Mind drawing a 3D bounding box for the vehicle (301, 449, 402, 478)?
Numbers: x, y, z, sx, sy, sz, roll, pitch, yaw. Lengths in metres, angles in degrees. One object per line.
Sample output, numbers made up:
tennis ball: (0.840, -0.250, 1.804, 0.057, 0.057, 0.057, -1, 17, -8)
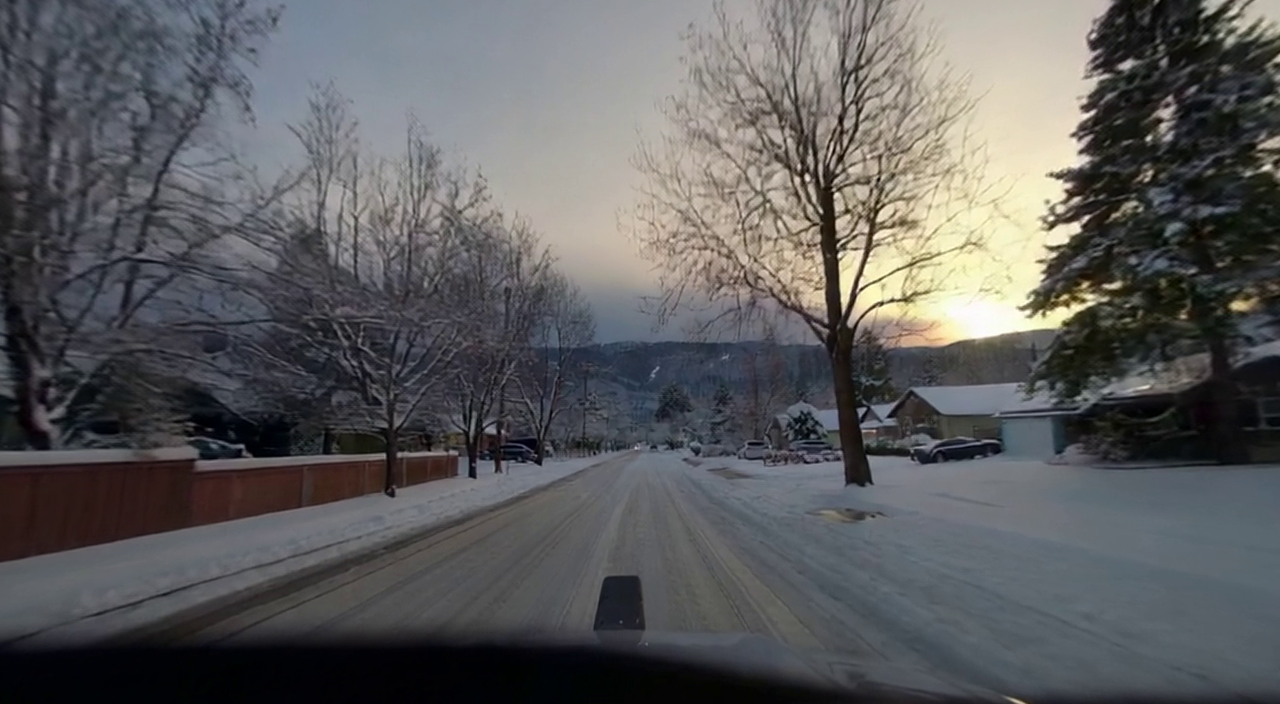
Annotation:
vehicle: (-14.341, 5.548, 31.595, 4.138, 1.355, 1.808, 0, -9, 0)

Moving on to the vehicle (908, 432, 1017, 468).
vehicle: (16.475, 5.001, 32.418, 4.495, 1.724, 1.943, 0, -9, -4)
